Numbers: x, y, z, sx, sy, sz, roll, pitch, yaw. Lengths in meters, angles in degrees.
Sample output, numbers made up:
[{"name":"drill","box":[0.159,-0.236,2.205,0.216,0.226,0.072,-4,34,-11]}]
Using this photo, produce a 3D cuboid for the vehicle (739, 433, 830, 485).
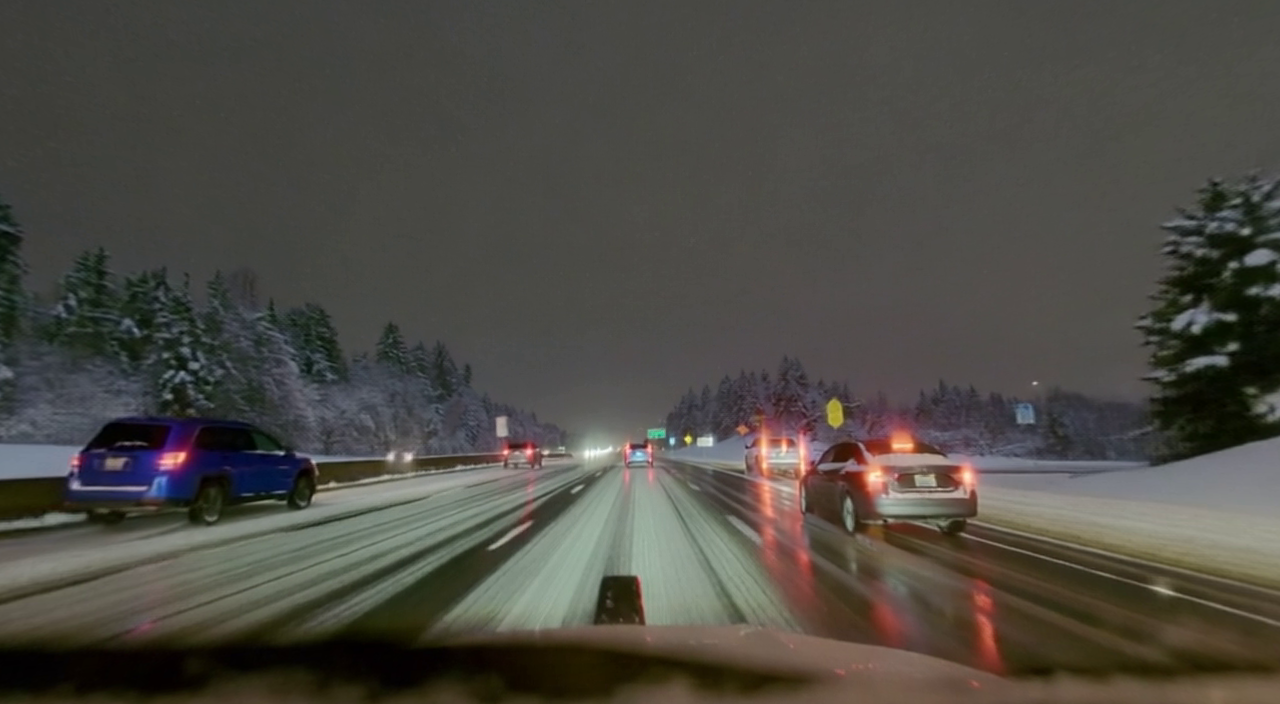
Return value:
[{"name":"vehicle","box":[5.195,3.930,23.333,2.335,1.759,4.297,0,-9,0]}]

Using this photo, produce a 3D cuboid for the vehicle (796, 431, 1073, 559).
[{"name":"vehicle","box":[4.081,2.061,9.820,2.141,1.507,4.510,0,-9,0]}]

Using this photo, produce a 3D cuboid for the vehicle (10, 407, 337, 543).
[{"name":"vehicle","box":[-7.498,2.035,10.951,2.142,1.849,4.566,0,-9,0]}]

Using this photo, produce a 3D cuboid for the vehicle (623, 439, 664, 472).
[{"name":"vehicle","box":[0.181,5.751,35.233,2.158,1.706,4.219,0,-9,0]}]

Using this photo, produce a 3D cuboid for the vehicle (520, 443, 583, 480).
[{"name":"vehicle","box":[-3.800,4.803,27.829,2.071,1.478,4.130,0,-9,1]}]

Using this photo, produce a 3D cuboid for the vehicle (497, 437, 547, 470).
[{"name":"vehicle","box":[-6.899,6.029,37.373,2.111,1.811,4.391,0,-9,0]}]

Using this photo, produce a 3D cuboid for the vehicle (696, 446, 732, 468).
[{"name":"vehicle","box":[5.130,7.298,44.031,1.944,1.465,4.245,0,-9,0]}]
